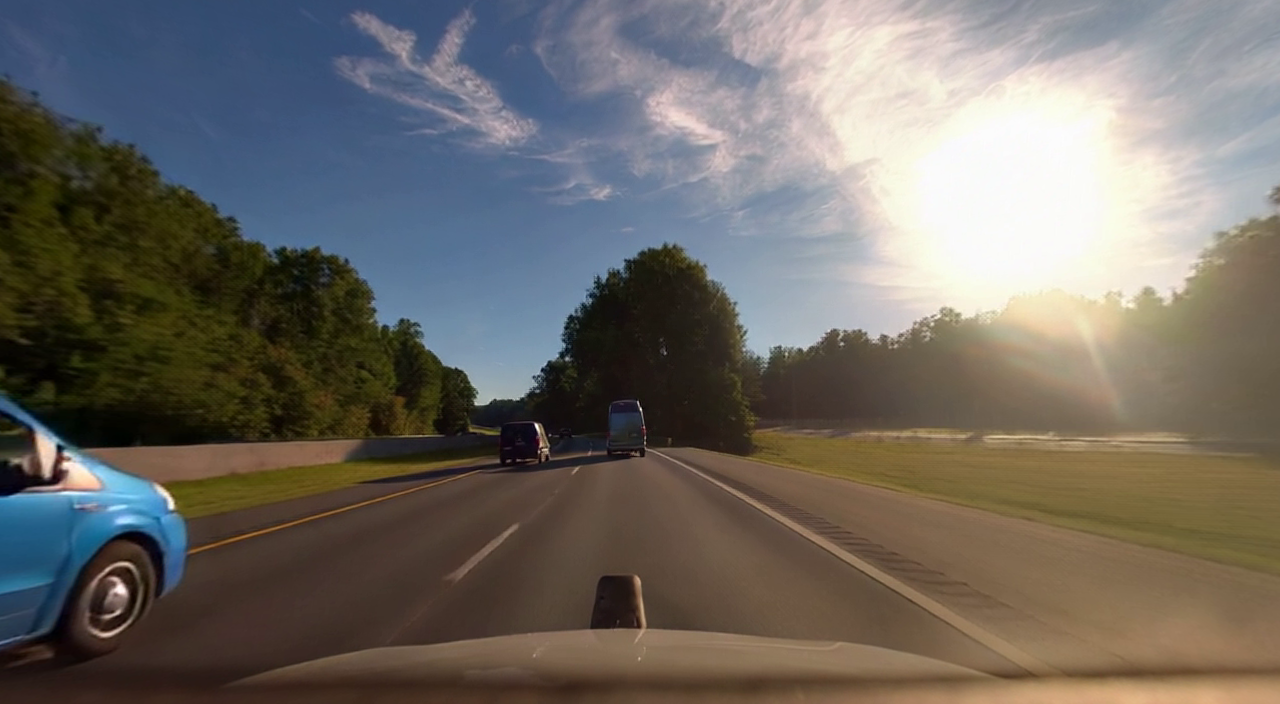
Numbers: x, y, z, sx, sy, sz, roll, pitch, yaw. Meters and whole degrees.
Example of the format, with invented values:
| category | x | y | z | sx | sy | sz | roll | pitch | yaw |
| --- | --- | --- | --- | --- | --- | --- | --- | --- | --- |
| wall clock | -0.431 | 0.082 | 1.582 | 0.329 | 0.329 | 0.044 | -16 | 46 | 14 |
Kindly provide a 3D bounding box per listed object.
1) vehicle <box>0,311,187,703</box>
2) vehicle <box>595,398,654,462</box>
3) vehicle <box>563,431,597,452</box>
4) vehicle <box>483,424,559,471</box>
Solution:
| category | x | y | z | sx | sy | sz | roll | pitch | yaw |
| --- | --- | --- | --- | --- | --- | --- | --- | --- | --- |
| vehicle | -3.672 | 0.529 | 1.265 | 2.069 | 1.751 | 4.720 | 0 | -8 | -1 |
| vehicle | -0.846 | 3.942 | 31.609 | 2.647 | 2.896 | 6.480 | 0 | -8 | -3 |
| vehicle | -4.486 | 6.780 | 47.810 | 2.251 | 1.459 | 4.236 | 0 | -8 | -2 |
| vehicle | -4.427 | 3.632 | 24.197 | 2.110 | 1.636 | 4.453 | 0 | -8 | -1 |
